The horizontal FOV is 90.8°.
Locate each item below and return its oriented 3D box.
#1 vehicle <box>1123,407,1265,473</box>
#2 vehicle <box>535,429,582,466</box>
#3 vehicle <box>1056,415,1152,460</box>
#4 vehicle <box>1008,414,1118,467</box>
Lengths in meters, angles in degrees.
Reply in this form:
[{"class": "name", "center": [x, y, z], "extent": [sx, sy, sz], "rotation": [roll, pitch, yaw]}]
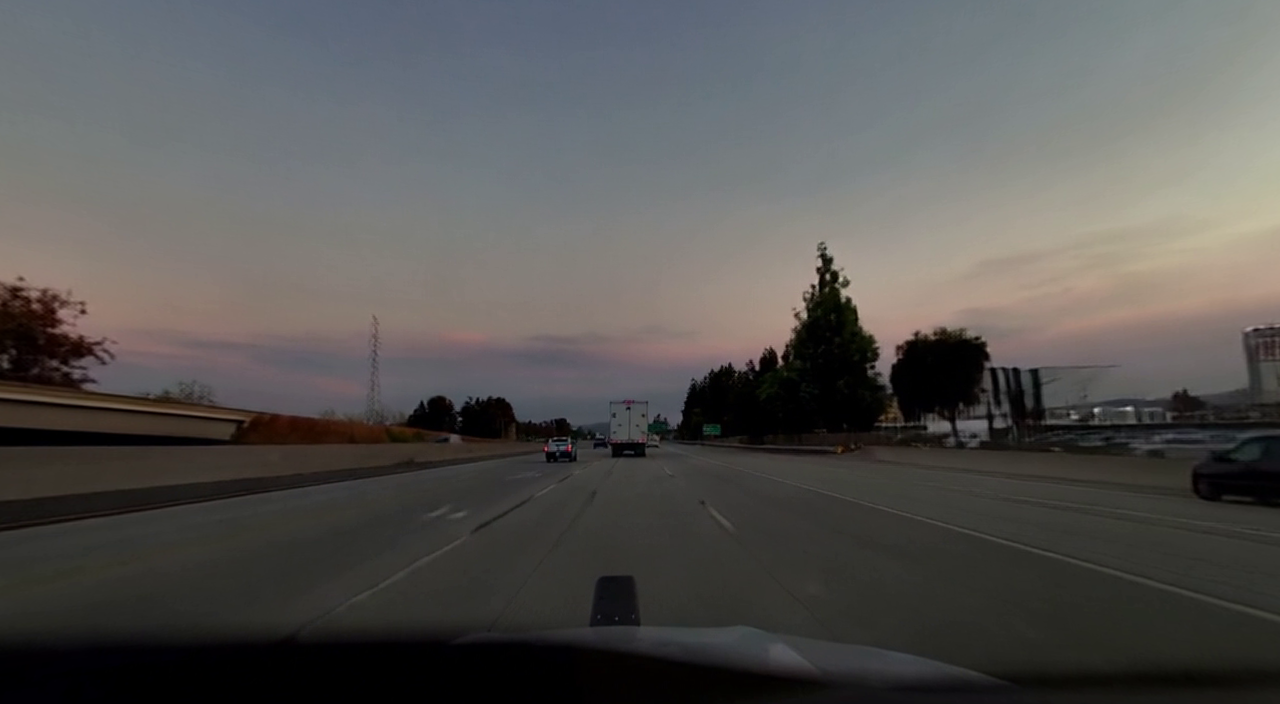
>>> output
[{"class": "vehicle", "center": [32.477, 5.121, 36.960], "extent": [8.507, 3.424, 3.443], "rotation": [4, -9, -30]}, {"class": "vehicle", "center": [-4.567, 5.457, 36.217], "extent": [2.095, 1.930, 4.680], "rotation": [0, -8, 0]}, {"class": "vehicle", "center": [31.266, 5.736, 42.559], "extent": [5.465, 2.735, 3.004], "rotation": [3, -9, -30]}, {"class": "vehicle", "center": [32.479, 6.768, 48.486], "extent": [8.295, 3.754, 2.807], "rotation": [3, -9, -24]}]
